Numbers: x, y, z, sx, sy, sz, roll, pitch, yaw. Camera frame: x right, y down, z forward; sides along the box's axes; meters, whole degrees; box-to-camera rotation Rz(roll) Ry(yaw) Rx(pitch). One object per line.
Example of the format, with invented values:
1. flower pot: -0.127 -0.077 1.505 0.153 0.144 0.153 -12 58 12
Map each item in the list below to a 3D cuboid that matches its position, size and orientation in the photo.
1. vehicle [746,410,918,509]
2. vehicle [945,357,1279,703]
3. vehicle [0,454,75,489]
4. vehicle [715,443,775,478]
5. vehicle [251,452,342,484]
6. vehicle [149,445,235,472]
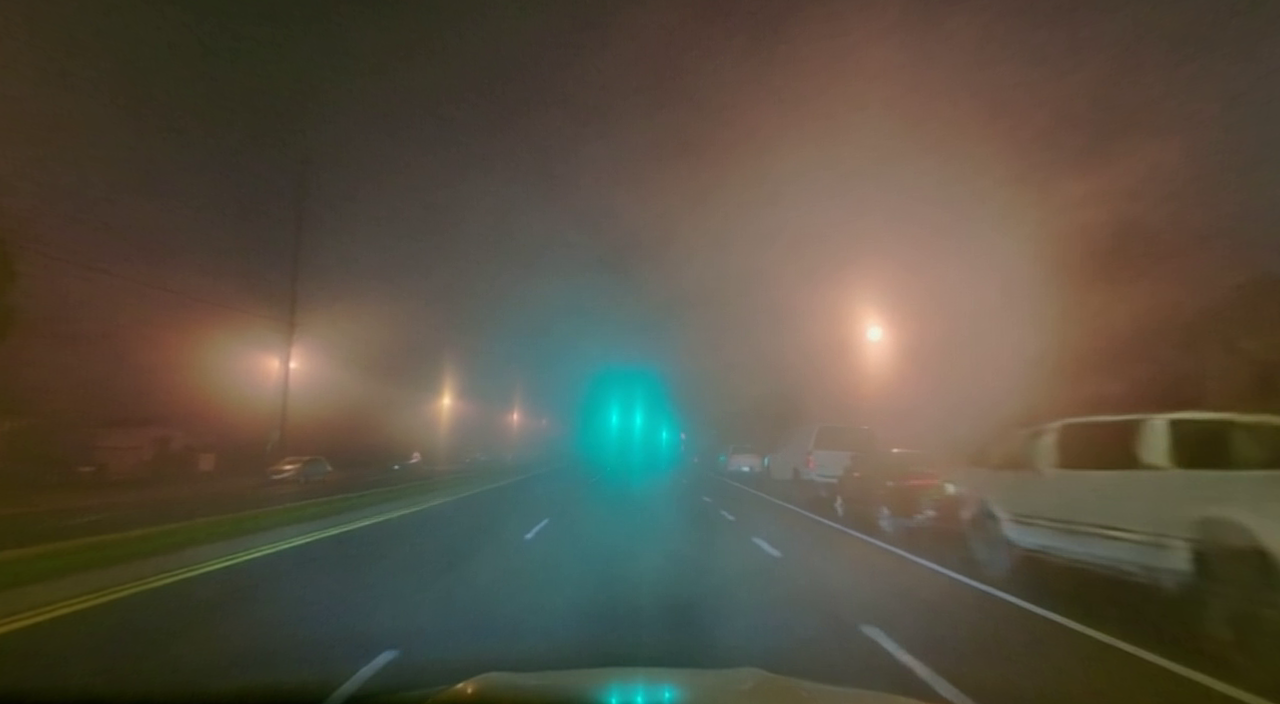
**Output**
1. vehicle: 4.579 2.712 16.373 2.438 2.086 5.821 0 -9 -2
2. vehicle: 4.589 1.118 4.331 2.260 1.882 5.362 0 -9 -1
3. vehicle: -28.200 5.280 27.939 4.532 1.456 1.853 0 -9 0
4. vehicle: 4.625 4.849 28.557 1.844 1.426 4.916 0 -9 0
5. vehicle: -17.670 5.958 32.823 2.039 1.508 4.613 0 -9 1
6. vehicle: -30.033 7.121 42.442 4.245 1.668 2.025 0 -7 -2
